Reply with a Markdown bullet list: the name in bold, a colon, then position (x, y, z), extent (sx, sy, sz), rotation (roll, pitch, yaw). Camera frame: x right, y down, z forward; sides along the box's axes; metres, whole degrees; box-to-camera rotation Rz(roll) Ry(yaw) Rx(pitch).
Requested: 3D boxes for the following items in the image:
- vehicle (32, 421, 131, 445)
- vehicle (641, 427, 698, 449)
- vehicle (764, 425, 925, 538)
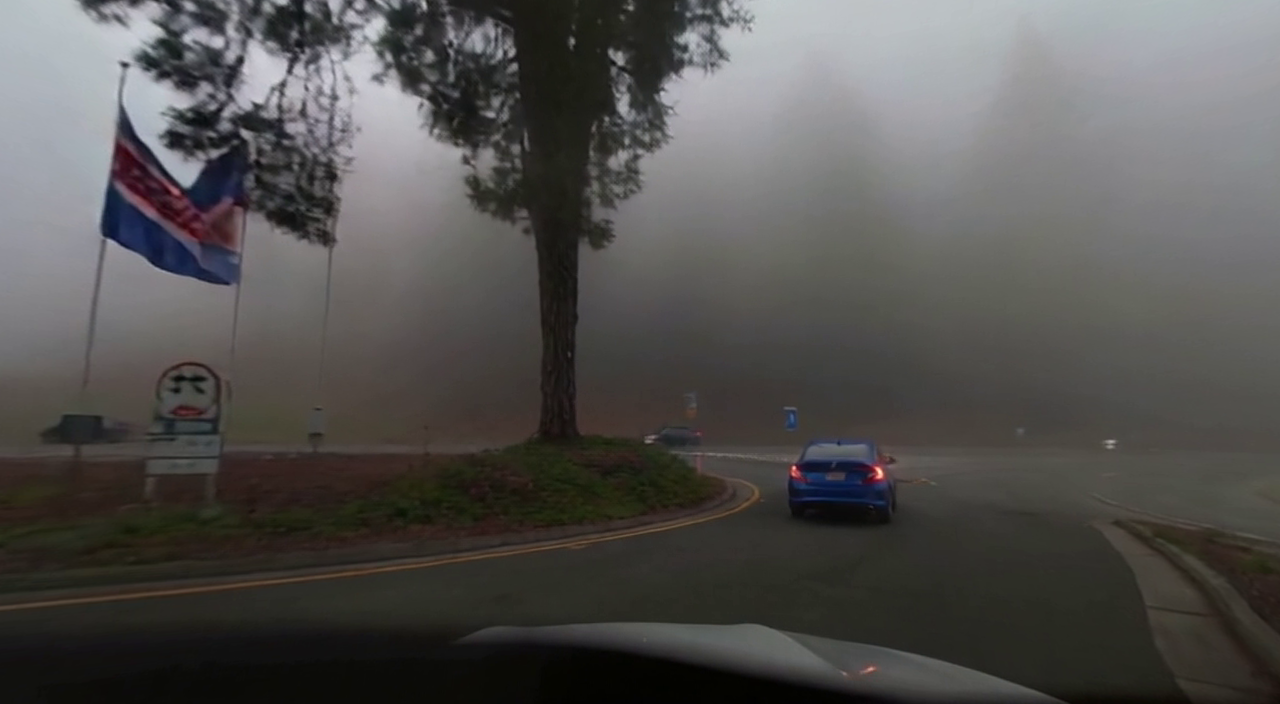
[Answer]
- **vehicle**: position (-37.554, 5.480, 42.483), extent (4.652, 1.498, 1.783), rotation (1, -9, -8)
- **vehicle**: position (2.176, 6.429, 46.994), extent (4.045, 1.569, 1.781), rotation (1, -9, -7)
- **vehicle**: position (3.856, 2.229, 11.410), extent (2.078, 1.607, 4.010), rotation (-5, -10, 27)
